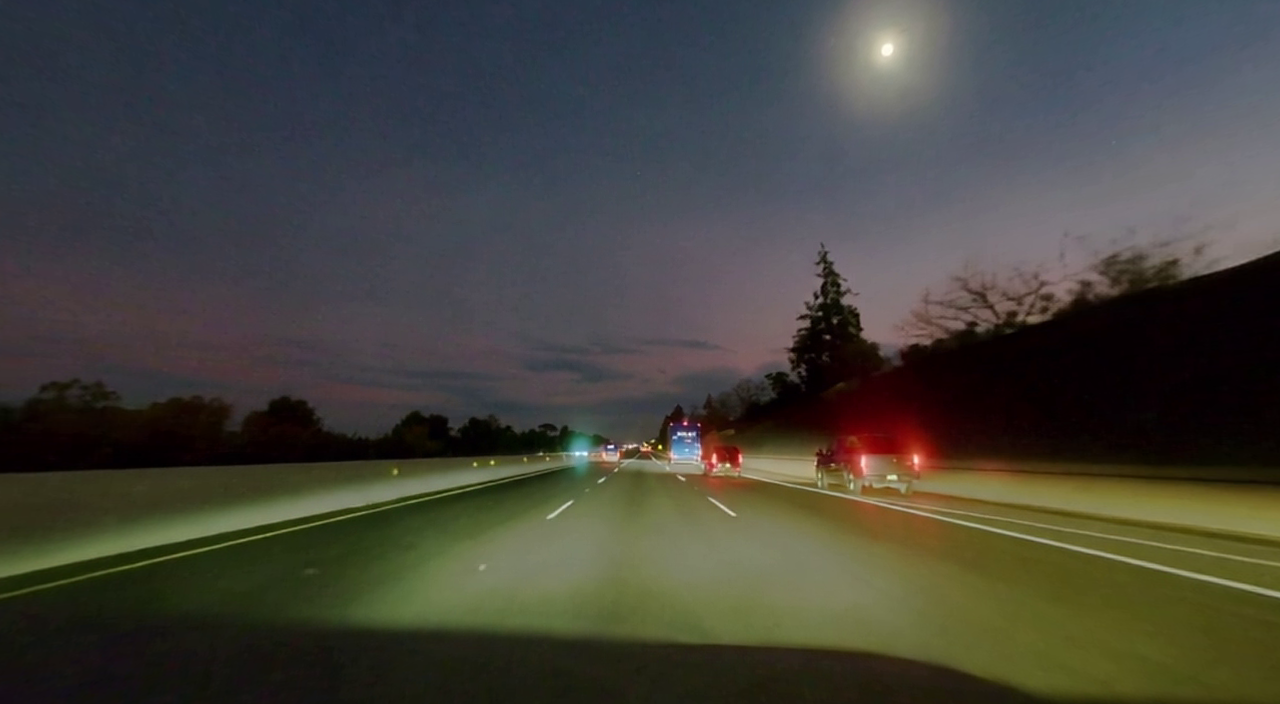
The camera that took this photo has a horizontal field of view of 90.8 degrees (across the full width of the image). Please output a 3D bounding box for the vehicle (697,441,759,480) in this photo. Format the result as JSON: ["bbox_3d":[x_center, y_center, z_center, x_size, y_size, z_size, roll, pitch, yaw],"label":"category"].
[{"bbox_3d":[3.900,4.891,28.669,2.066,1.638,4.158,0,-9,-2],"label":"vehicle"}]
